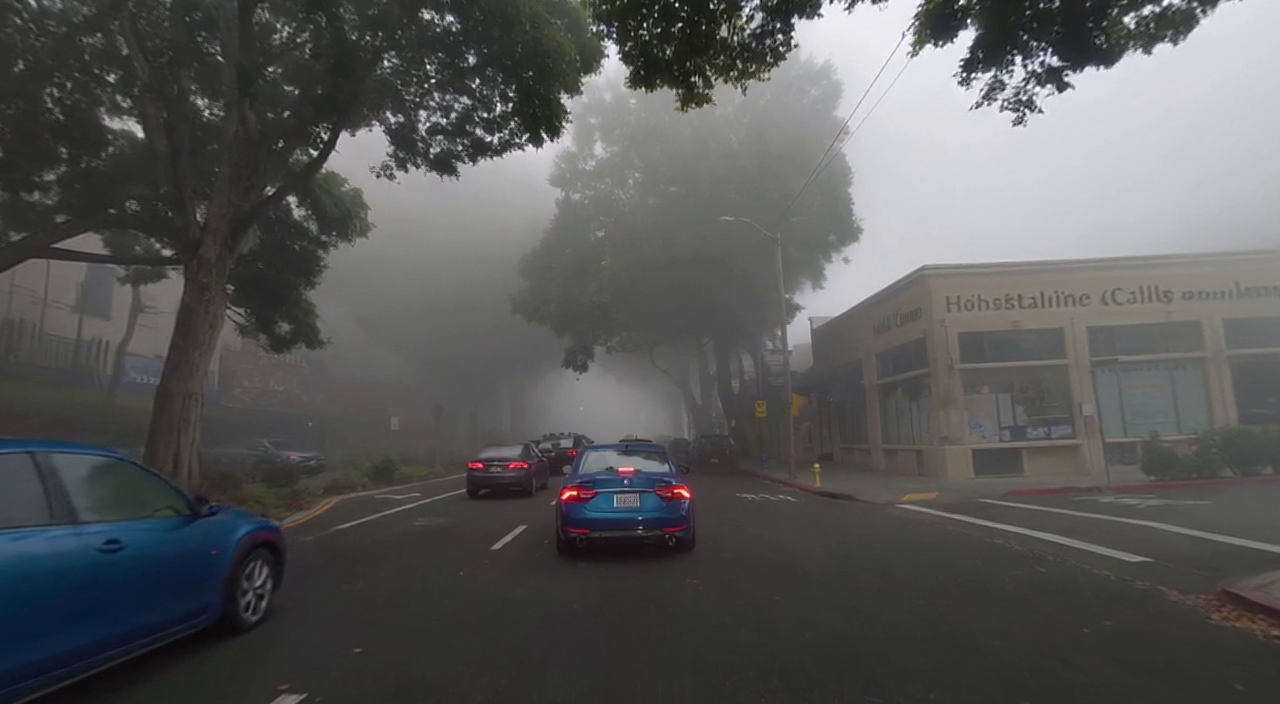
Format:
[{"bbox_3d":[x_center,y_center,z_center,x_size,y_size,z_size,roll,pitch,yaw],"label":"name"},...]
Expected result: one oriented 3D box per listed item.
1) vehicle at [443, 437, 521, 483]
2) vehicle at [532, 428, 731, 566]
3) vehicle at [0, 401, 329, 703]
[{"bbox_3d":[-6.192,4.277,25.257,2.095,1.682,4.371,0,-9,-1],"label":"vehicle"},{"bbox_3d":[-0.095,1.894,8.954,2.160,1.482,4.037,0,-9,0],"label":"vehicle"},{"bbox_3d":[-3.460,1.007,2.917,1.905,1.473,4.016,0,-9,1],"label":"vehicle"}]
